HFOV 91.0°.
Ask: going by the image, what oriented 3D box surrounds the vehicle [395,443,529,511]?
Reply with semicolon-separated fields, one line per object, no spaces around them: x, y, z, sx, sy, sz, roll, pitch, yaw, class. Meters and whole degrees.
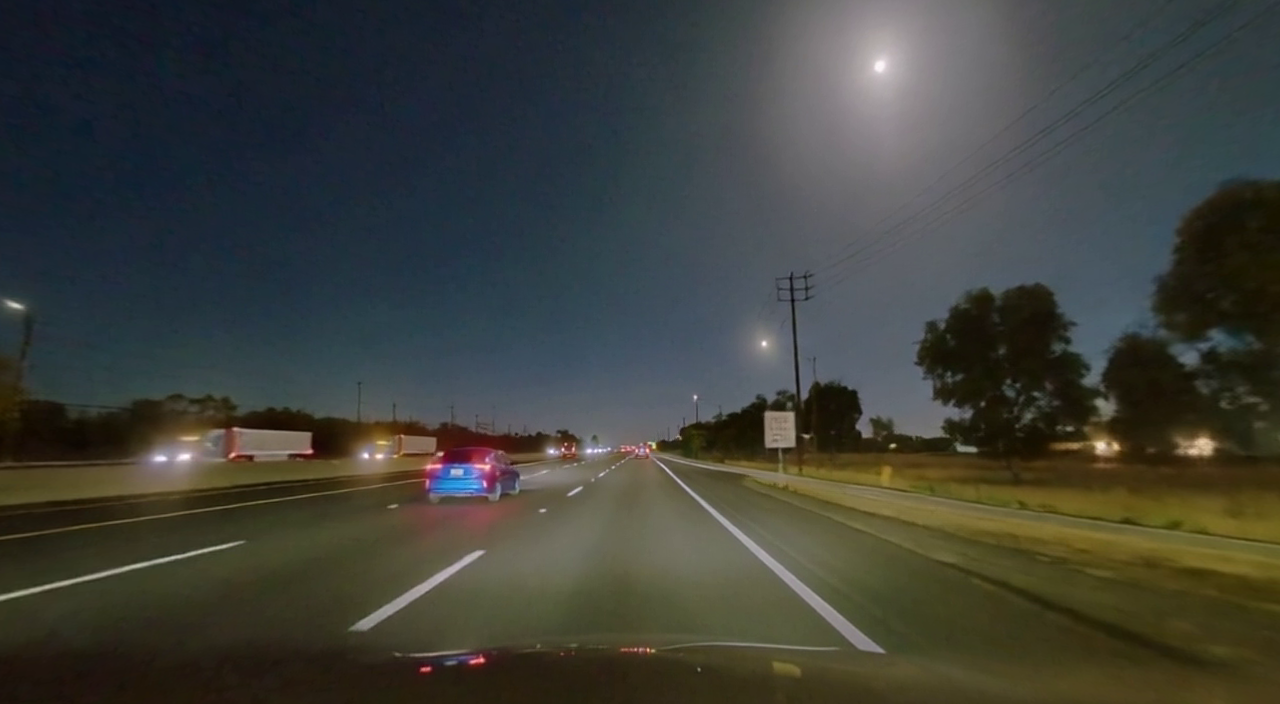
-4.411;3.161;16.442;2.104;1.501;4.459;0;-9;1;vehicle
